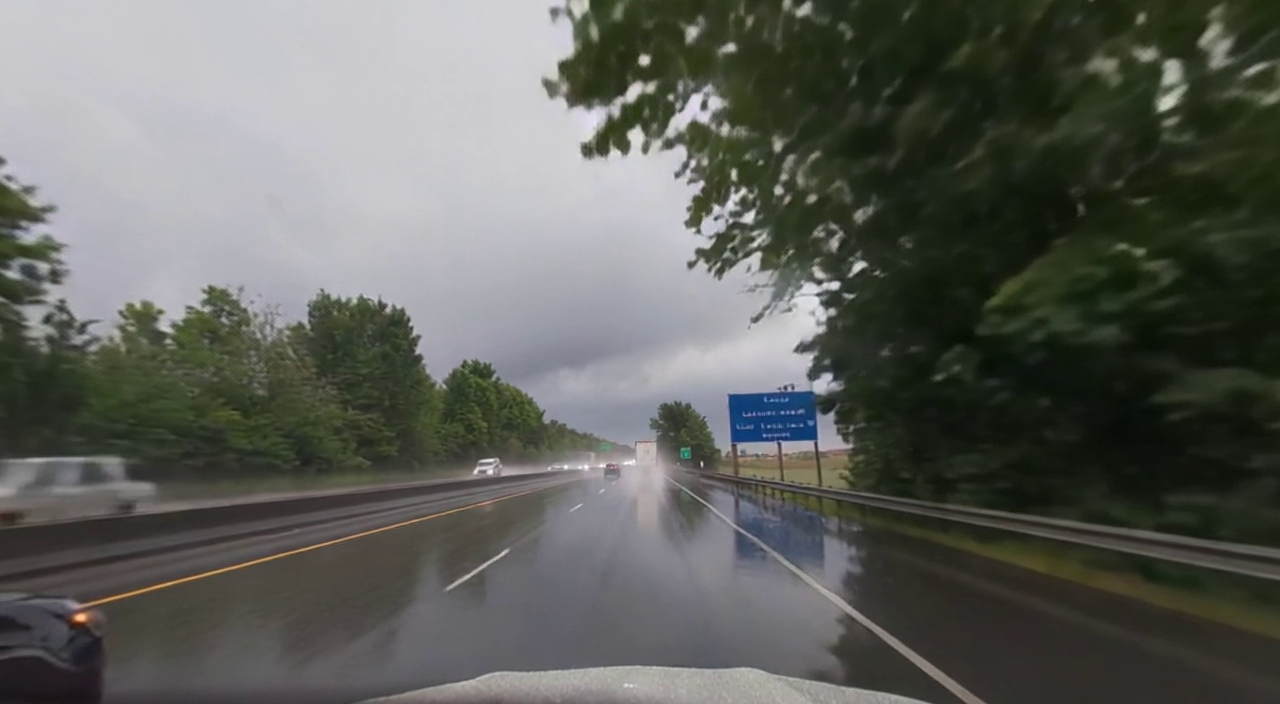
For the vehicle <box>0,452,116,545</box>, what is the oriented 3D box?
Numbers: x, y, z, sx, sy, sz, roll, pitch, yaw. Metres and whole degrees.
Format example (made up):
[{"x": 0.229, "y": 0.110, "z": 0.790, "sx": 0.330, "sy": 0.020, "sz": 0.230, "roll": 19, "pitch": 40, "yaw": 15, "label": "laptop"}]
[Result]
[{"x": -11.210, "y": 2.365, "z": 10.222, "sx": 1.894, "sy": 1.469, "sz": 3.976, "roll": 1, "pitch": -10, "yaw": 0, "label": "vehicle"}]

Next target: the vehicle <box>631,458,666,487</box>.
[{"x": 0.466, "y": 7.520, "z": 39.308, "sx": 2.048, "sy": 1.663, "sz": 4.377, "roll": 1, "pitch": -10, "yaw": 0, "label": "vehicle"}]
